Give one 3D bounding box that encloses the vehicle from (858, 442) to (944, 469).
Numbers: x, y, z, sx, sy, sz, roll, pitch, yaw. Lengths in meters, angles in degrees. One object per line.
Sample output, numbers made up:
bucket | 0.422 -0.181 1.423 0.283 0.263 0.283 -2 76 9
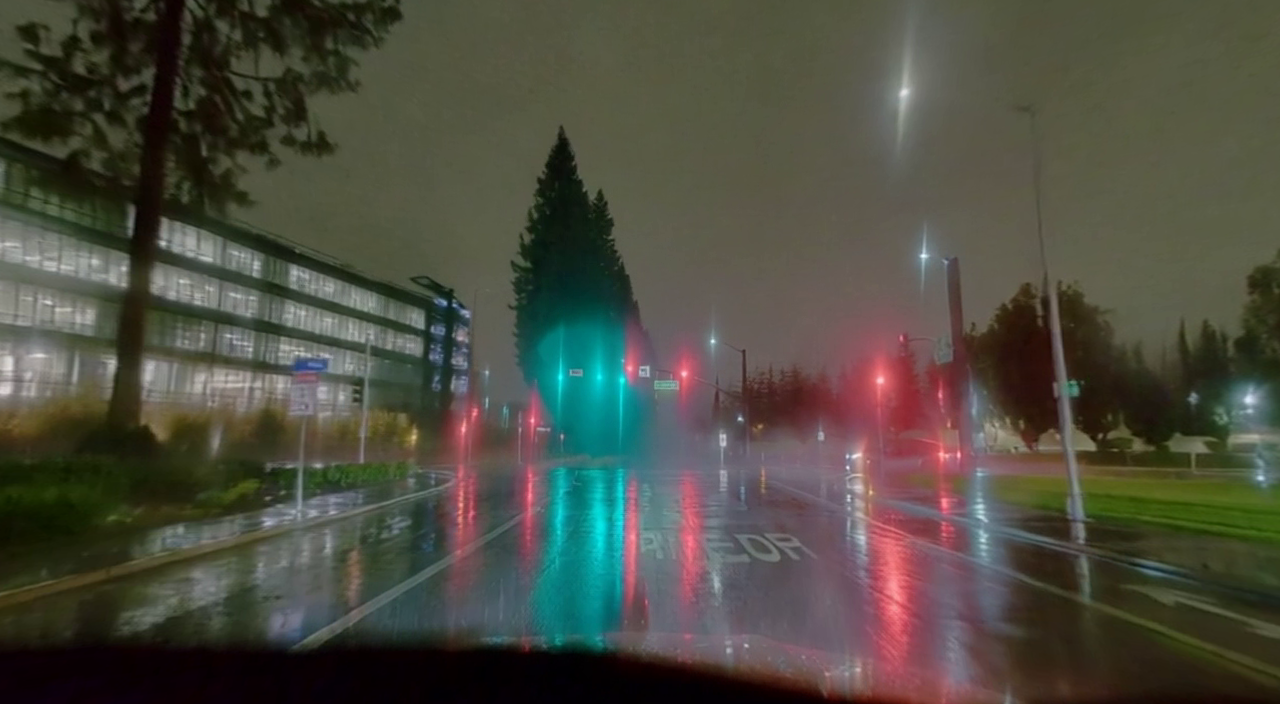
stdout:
vehicle | 17.141 6.794 41.502 4.715 1.671 2.030 0 -8 0
